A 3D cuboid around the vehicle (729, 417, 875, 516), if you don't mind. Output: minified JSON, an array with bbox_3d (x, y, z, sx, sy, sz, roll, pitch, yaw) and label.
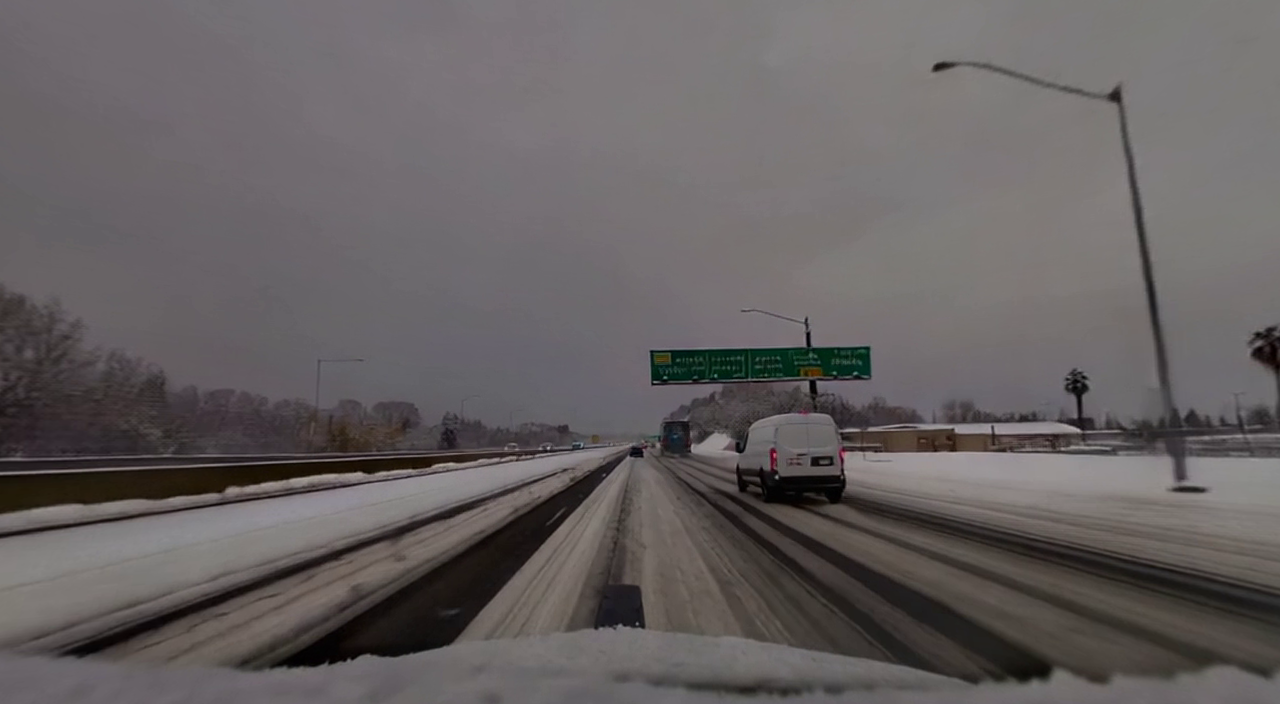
[{"bbox_3d":[3.533,2.614,14.885,2.035,1.931,4.841,0,-9,-1],"label":"vehicle"}]
